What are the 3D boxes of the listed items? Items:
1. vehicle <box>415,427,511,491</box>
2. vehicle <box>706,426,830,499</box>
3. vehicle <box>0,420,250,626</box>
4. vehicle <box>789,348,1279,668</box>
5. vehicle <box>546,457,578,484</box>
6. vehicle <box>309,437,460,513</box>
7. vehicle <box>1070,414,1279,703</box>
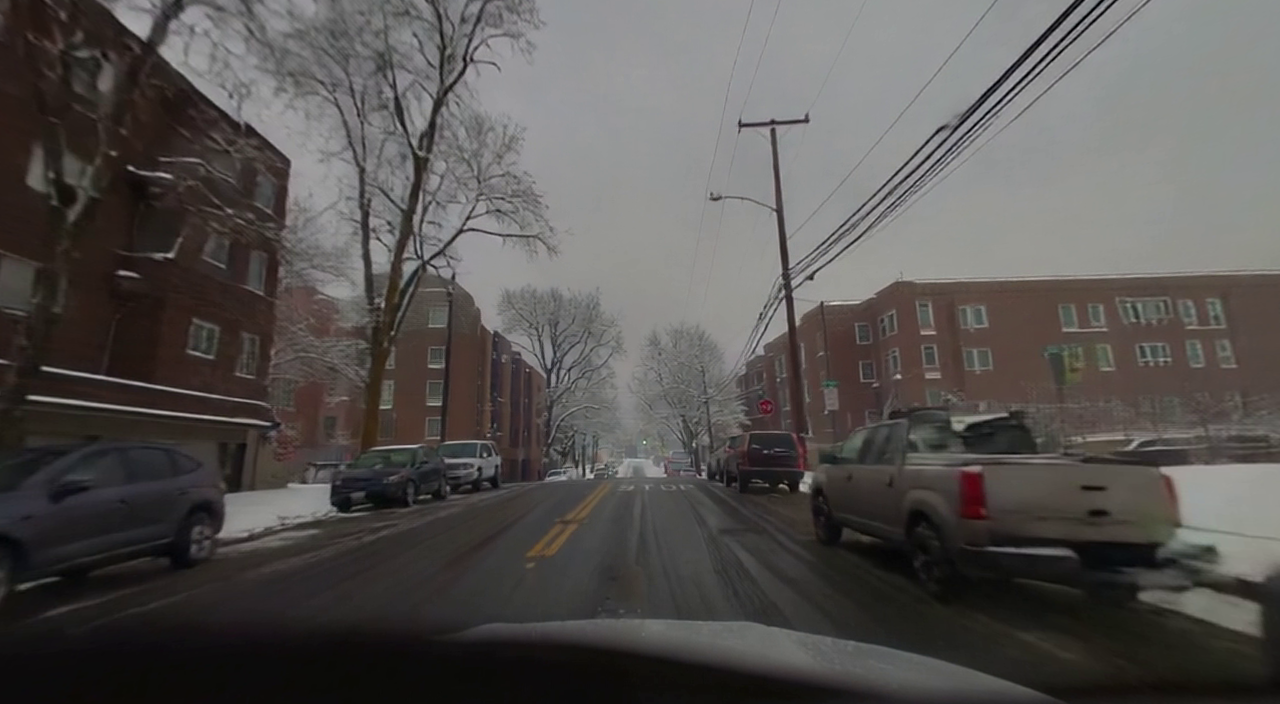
[{"bbox_3d":[-6.120,3.845,22.545,2.076,1.913,5.060,-2,-10,-1],"label":"vehicle"},{"bbox_3d":[3.294,2.965,17.373,2.154,1.699,4.591,0,-8,-4],"label":"vehicle"},{"bbox_3d":[-6.337,1.598,6.427,1.947,1.707,4.352,0,-8,0],"label":"vehicle"},{"bbox_3d":[3.294,1.288,6.416,2.082,1.902,5.122,0,-8,-3],"label":"vehicle"},{"bbox_3d":[-5.946,9.103,48.777,1.987,1.662,4.141,-2,-7,-1],"label":"vehicle"},{"bbox_3d":[-6.355,3.075,16.365,2.069,1.647,4.359,-1,-8,0],"label":"vehicle"},{"bbox_3d":[3.592,0.832,1.398,1.925,1.489,4.655,0,-8,-1],"label":"vehicle"}]
